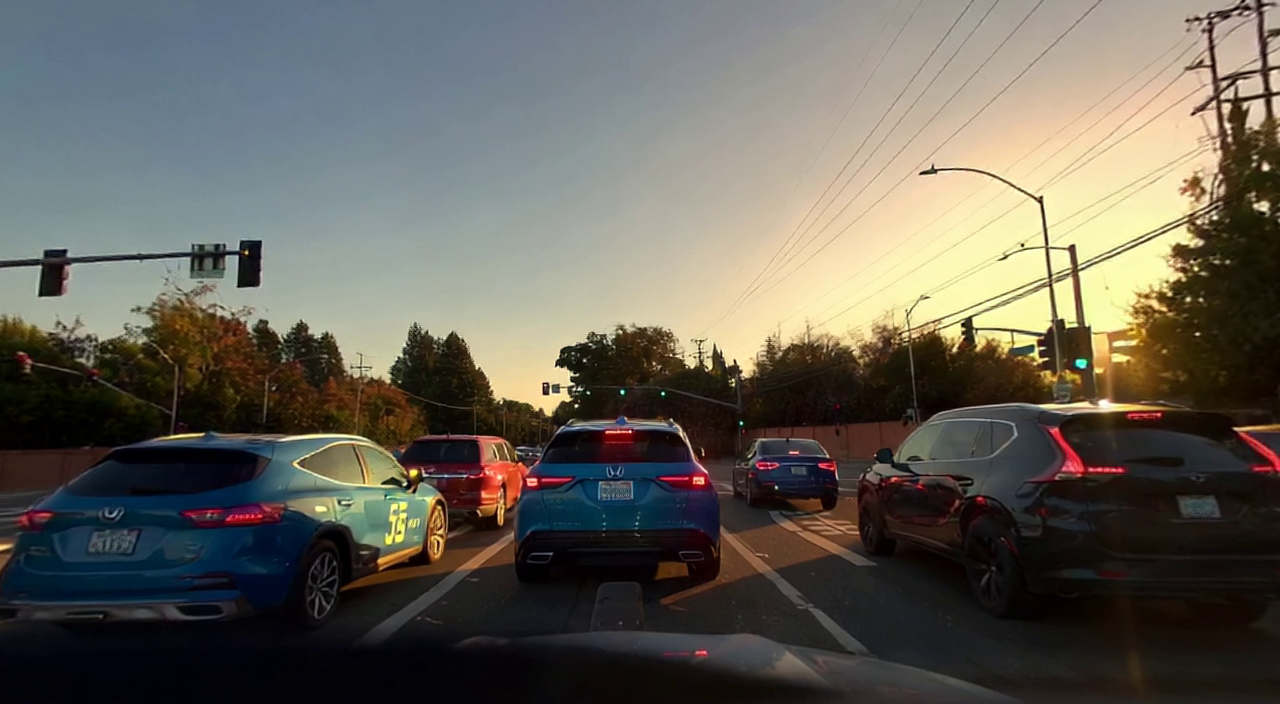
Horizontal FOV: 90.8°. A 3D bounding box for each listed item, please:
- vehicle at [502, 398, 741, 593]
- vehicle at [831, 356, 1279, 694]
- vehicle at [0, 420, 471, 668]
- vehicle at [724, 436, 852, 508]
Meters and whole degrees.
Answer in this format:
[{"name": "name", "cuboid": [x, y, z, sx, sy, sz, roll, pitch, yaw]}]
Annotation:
[{"name": "vehicle", "cuboid": [-0.138, 1.578, 7.701, 2.111, 1.712, 4.078, 0, -9, 1]}, {"name": "vehicle", "cuboid": [3.518, 1.257, 5.737, 1.999, 1.789, 4.583, 0, -9, -1]}, {"name": "vehicle", "cuboid": [-3.192, 1.493, 6.088, 1.881, 1.466, 4.484, 0, -9, 0]}, {"name": "vehicle", "cuboid": [3.368, 2.831, 15.361, 1.949, 1.479, 4.489, 0, -9, -1]}]
